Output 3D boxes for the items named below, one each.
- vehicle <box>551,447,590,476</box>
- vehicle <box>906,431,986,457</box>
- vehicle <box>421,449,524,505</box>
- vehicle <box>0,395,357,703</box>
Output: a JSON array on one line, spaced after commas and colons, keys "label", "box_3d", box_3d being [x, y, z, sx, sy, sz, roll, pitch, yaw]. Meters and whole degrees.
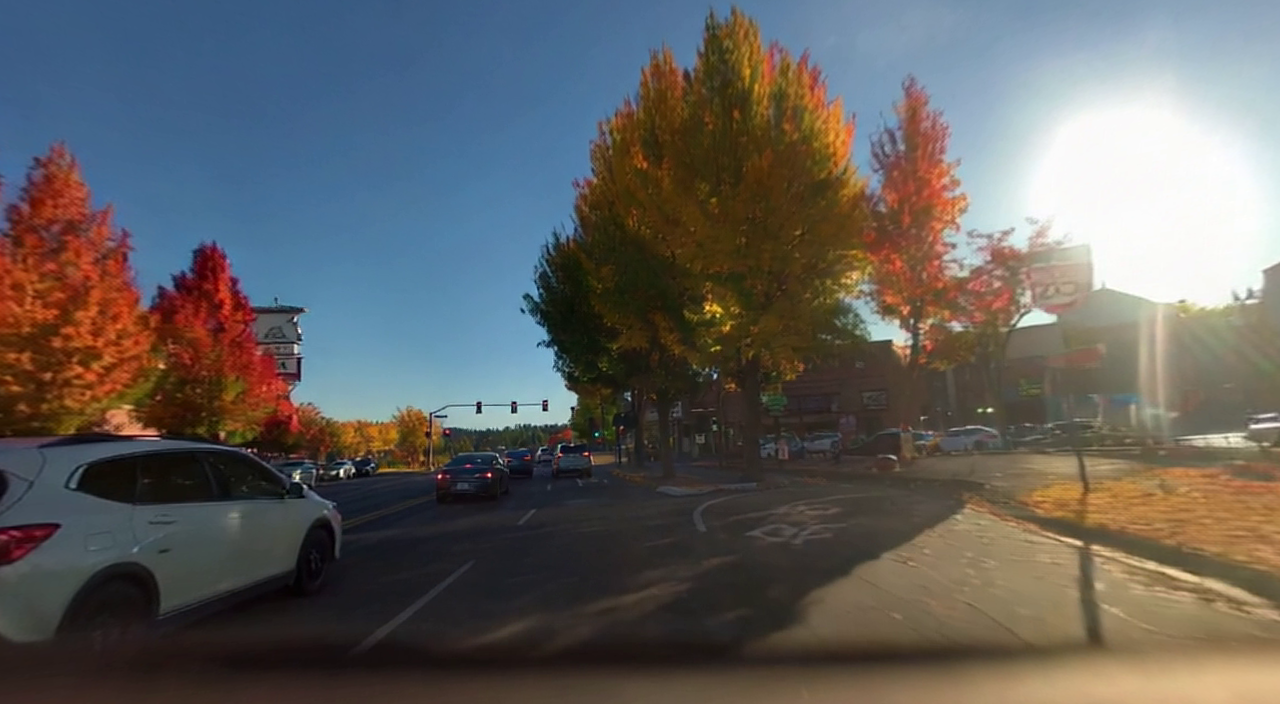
[{"label": "vehicle", "box_3d": [-4.373, 6.789, 39.219, 2.144, 1.704, 4.028, 2, -9, -10]}, {"label": "vehicle", "box_3d": [22.309, 6.763, 46.083, 2.017, 1.746, 4.727, 7, -11, -37]}, {"label": "vehicle", "box_3d": [-5.061, 3.839, 19.908, 2.090, 1.506, 5.326, 1, -9, -3]}, {"label": "vehicle", "box_3d": [-4.137, 1.273, 4.535, 2.085, 1.663, 4.513, 1, -9, 0]}]
